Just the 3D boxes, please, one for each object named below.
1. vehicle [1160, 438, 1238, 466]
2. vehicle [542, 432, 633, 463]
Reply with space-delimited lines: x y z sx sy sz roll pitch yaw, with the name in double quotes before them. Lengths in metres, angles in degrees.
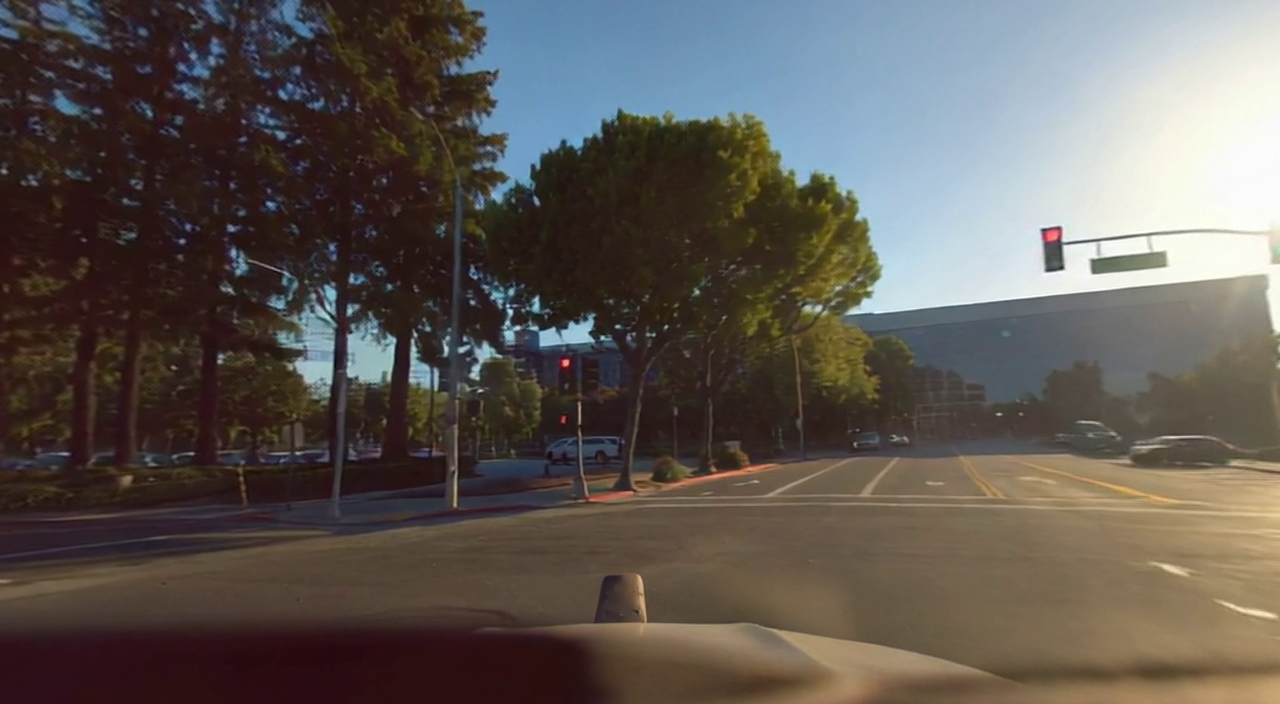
"vehicle" 31.913 5.719 36.233 1.893 1.454 4.483 -4 -9 23
"vehicle" -2.940 5.400 35.537 4.765 1.593 1.891 -4 -9 21
